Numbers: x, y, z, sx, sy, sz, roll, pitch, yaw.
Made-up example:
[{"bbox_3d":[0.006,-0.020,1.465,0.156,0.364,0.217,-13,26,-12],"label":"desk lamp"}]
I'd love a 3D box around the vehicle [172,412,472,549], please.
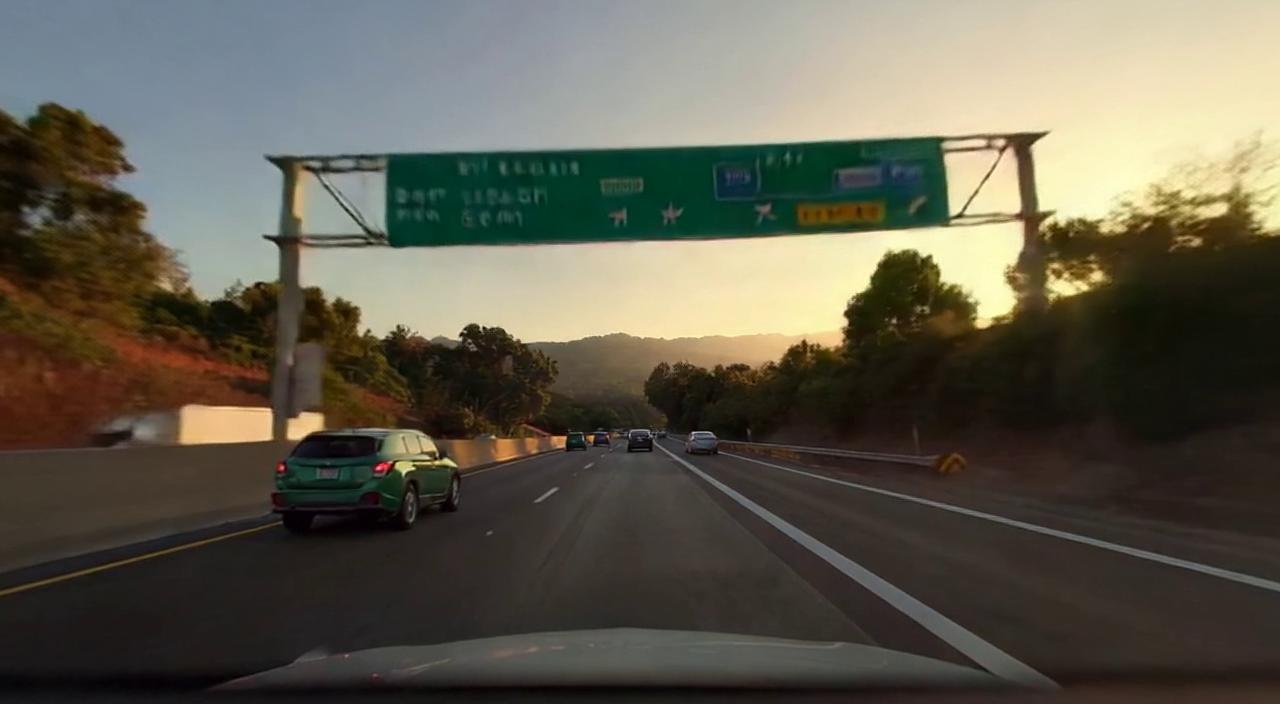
[{"bbox_3d":[-4.185,1.753,9.466,2.023,1.512,4.804,0,-8,0],"label":"vehicle"}]

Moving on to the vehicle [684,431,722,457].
[{"bbox_3d":[3.775,5.605,38.505,1.841,1.491,3.869,0,-8,-2],"label":"vehicle"}]

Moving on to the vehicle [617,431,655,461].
[{"bbox_3d":[-0.191,4.808,32.504,1.869,1.466,3.356,0,-8,0],"label":"vehicle"}]

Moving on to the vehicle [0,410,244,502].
[{"bbox_3d":[-13.214,2.624,16.461,2.278,1.972,5.375,0,-8,0],"label":"vehicle"}]
